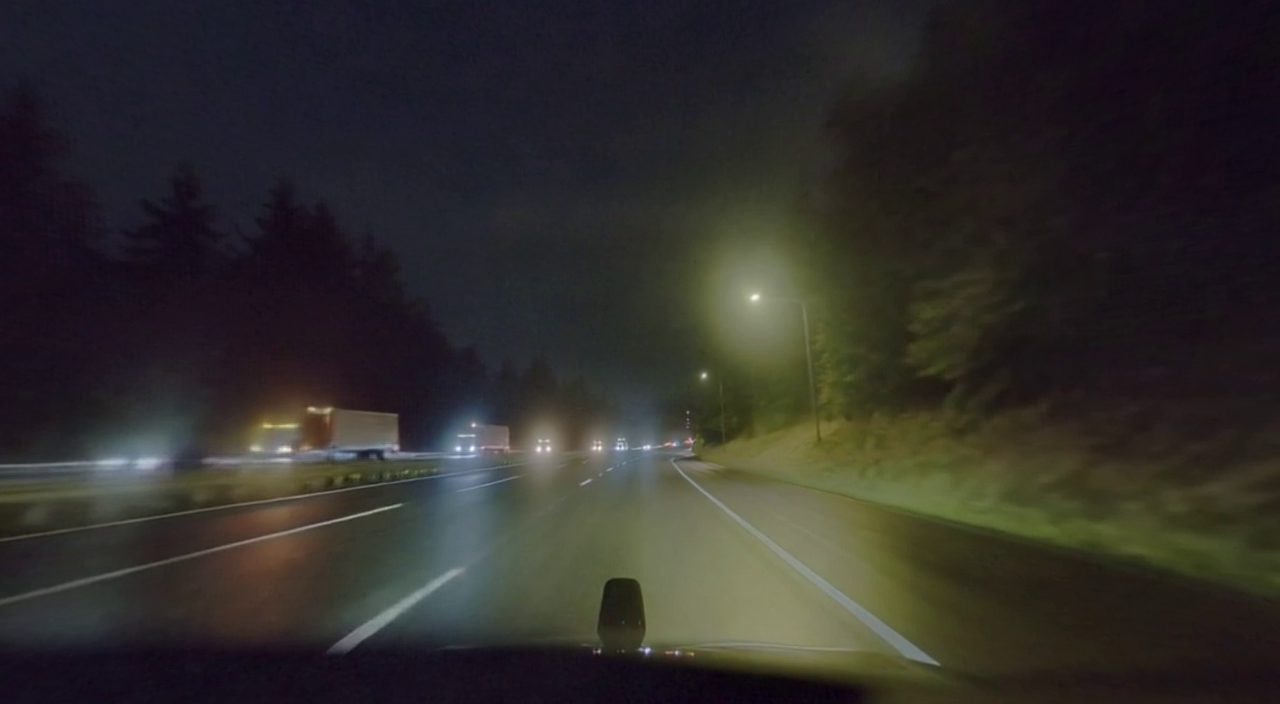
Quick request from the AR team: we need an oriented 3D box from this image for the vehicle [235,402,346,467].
[{"bbox_3d":[-22.843,5.531,41.731,2.953,3.915,7.157,0,-9,1],"label":"vehicle"}]
